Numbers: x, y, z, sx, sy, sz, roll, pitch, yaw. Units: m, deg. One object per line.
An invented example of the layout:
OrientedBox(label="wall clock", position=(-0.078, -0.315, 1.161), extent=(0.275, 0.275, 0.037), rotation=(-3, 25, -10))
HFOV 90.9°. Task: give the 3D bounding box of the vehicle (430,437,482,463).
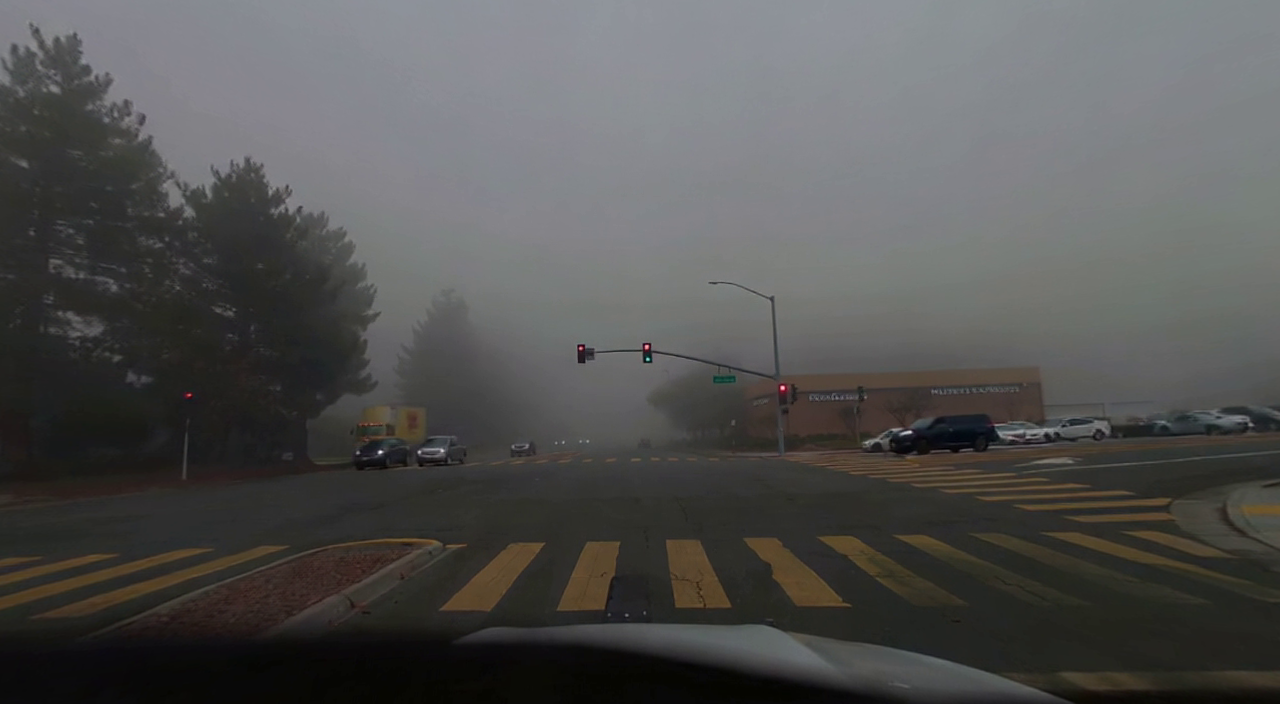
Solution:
OrientedBox(label="vehicle", position=(-12.373, 6.633, 42.655), extent=(2.181, 1.653, 4.468), rotation=(0, -8, 0))

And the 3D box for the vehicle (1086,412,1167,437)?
OrientedBox(label="vehicle", position=(31.382, 4.726, 40.772), extent=(1.823, 1.480, 4.003), rotation=(0, -8, -4))

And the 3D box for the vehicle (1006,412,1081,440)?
OrientedBox(label="vehicle", position=(26.310, 4.880, 41.286), extent=(2.011, 1.656, 4.163), rotation=(0, -8, -3))

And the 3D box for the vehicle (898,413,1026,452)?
OrientedBox(label="vehicle", position=(14.186, 3.593, 27.943), extent=(4.566, 1.670, 2.000), rotation=(0, -8, -2))

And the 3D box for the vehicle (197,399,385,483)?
OrientedBox(label="vehicle", position=(-16.573, 4.463, 31.452), extent=(3.161, 3.455, 11.058), rotation=(0, -8, -1))

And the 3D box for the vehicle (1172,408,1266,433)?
OrientedBox(label="vehicle", position=(38.394, 4.611, 41.952), extent=(1.715, 1.480, 4.701), rotation=(0, -8, -1))

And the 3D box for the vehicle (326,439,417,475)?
OrientedBox(label="vehicle", position=(-12.034, 4.715, 28.640), extent=(1.996, 1.482, 4.772), rotation=(0, -8, 0))

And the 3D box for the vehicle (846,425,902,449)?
OrientedBox(label="vehicle", position=(17.178, 6.260, 46.335), extent=(3.329, 1.415, 1.821), rotation=(-6, -9, 2))
